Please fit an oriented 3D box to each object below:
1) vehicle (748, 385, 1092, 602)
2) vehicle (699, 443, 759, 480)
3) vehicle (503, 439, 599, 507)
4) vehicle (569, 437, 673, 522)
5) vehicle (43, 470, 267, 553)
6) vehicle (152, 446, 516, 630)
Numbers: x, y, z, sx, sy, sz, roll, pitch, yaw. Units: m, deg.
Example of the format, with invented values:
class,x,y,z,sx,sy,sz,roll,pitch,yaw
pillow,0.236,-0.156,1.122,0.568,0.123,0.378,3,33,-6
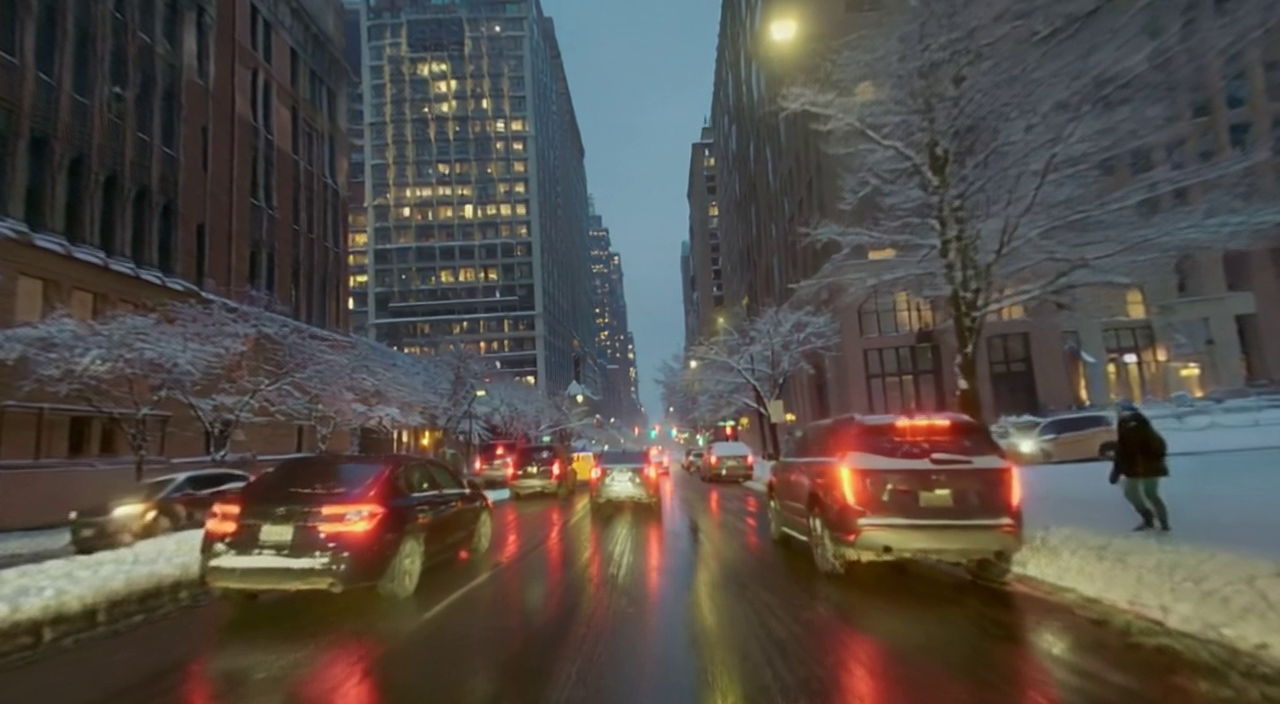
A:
class,x,y,z,sx,sy,sz,roll,pitch,yaw
vehicle,2.951,1.645,8.213,2.352,1.953,4.798,-1,-9,2
vehicle,3.780,4.703,27.528,2.065,1.461,4.181,0,-8,1
vehicle,-2.565,3.632,19.533,2.000,1.818,4.668,-1,-9,4
vehicle,-0.310,2.855,14.658,2.076,1.667,3.948,-1,-9,2
vehicle,-11.676,3.816,15.720,2.122,1.606,4.221,1,-9,1
vehicle,-2.964,1.858,7.439,1.940,1.481,4.376,-1,-9,2
